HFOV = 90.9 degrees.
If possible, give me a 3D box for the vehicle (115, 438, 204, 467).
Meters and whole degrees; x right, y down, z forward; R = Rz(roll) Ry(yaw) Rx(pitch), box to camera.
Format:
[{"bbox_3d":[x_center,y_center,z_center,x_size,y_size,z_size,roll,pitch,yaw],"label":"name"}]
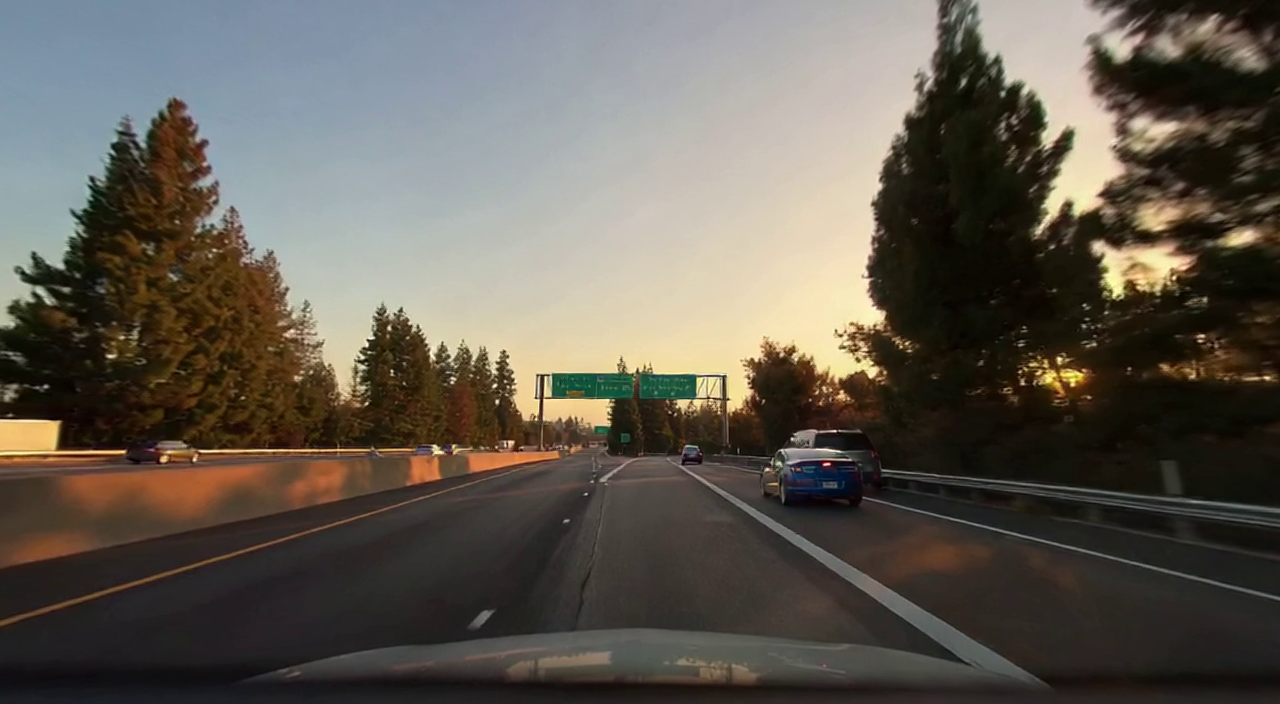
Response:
[{"bbox_3d":[-31.847,6.656,42.043,2.168,1.824,4.932,0,-8,-2],"label":"vehicle"}]
